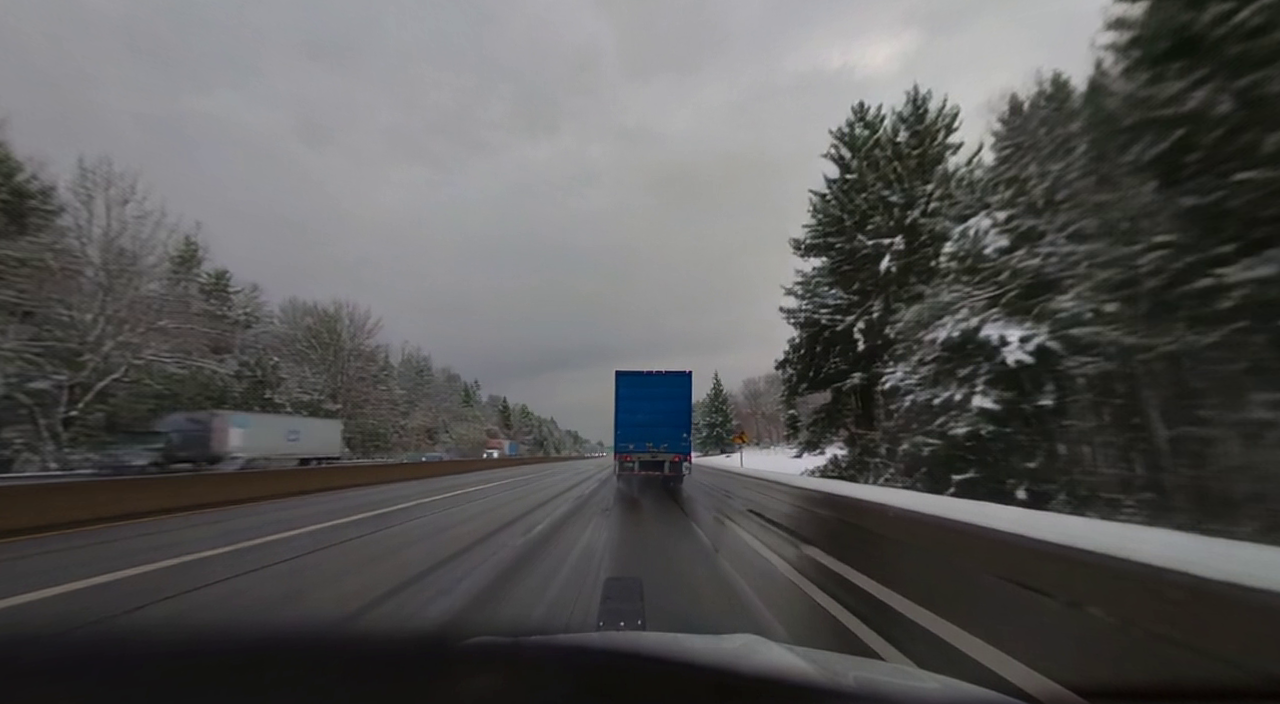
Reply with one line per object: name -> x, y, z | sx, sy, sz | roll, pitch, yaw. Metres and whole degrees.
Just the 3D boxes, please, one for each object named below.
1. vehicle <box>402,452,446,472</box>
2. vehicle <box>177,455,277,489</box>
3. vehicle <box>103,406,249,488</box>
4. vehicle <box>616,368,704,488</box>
vehicle -> -15.937, 8.109, 46.665 | 1.833, 1.421, 4.005 | 0, -9, 0
vehicle -> -19.597, 5.685, 30.168 | 1.809, 1.437, 4.370 | 0, -9, 0
vehicle -> -23.882, 4.952, 32.919 | 3.064, 3.891, 5.775 | 0, -9, -1
vehicle -> 0.609, 3.271, 25.934 | 2.898, 3.973, 10.063 | 0, -9, 0
